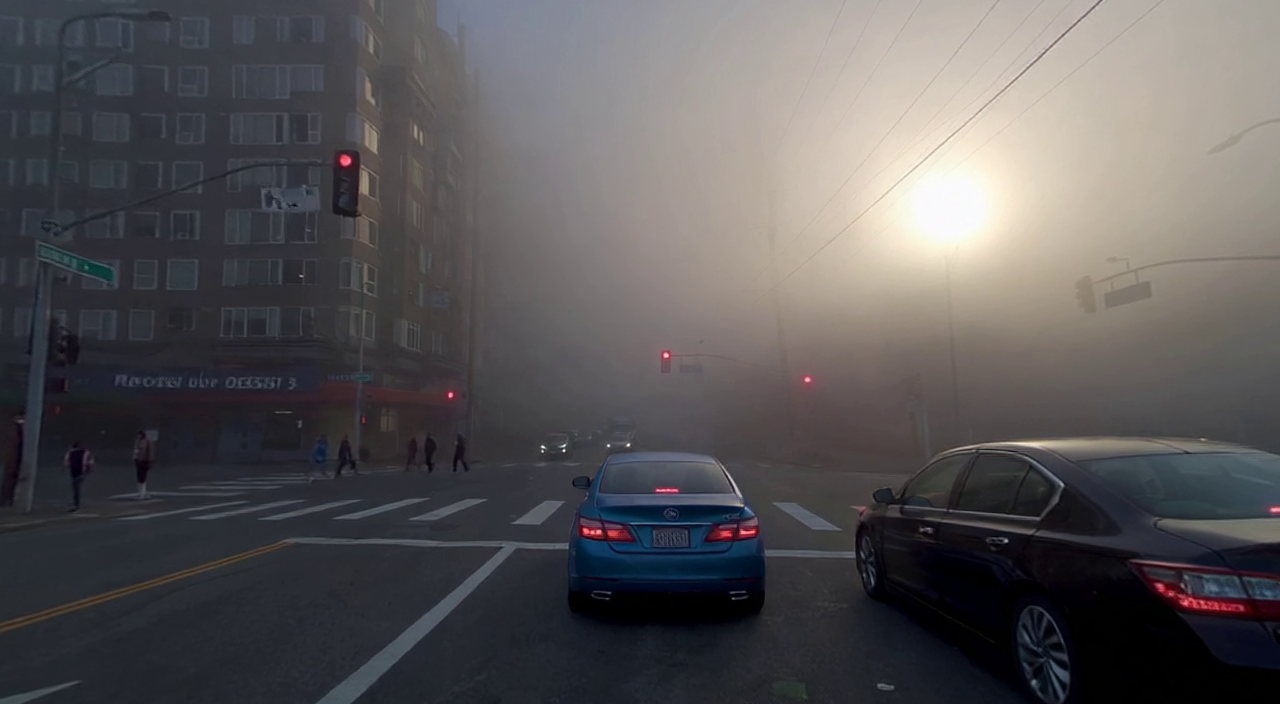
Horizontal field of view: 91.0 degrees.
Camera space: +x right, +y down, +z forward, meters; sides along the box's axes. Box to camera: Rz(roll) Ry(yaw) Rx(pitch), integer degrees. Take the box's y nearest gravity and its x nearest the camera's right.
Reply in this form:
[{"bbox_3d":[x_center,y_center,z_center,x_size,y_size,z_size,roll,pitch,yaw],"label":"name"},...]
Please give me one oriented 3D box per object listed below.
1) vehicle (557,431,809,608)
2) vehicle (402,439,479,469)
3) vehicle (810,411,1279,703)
[{"bbox_3d":[0.289,1.714,7.422,2.132,1.464,4.089,0,-8,-2],"label":"vehicle"},{"bbox_3d":[-11.497,5.884,36.544,2.030,1.596,3.912,-5,-10,28],"label":"vehicle"},{"bbox_3d":[2.815,1.292,4.552,1.961,1.498,4.356,0,-8,0],"label":"vehicle"}]
